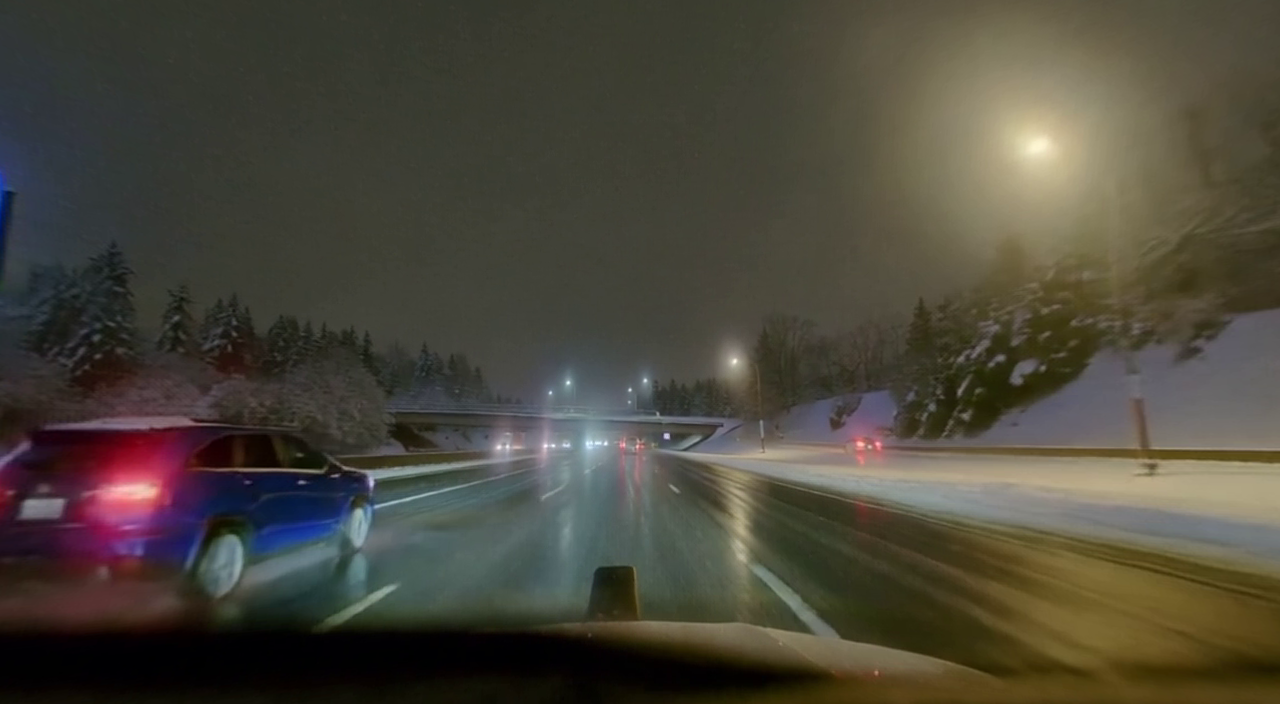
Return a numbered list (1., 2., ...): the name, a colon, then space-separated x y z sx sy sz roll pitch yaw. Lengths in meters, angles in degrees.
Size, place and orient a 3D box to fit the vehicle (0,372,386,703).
1. vehicle: -4.287 1.314 5.663 2.102 1.727 4.704 0 -9 -1
